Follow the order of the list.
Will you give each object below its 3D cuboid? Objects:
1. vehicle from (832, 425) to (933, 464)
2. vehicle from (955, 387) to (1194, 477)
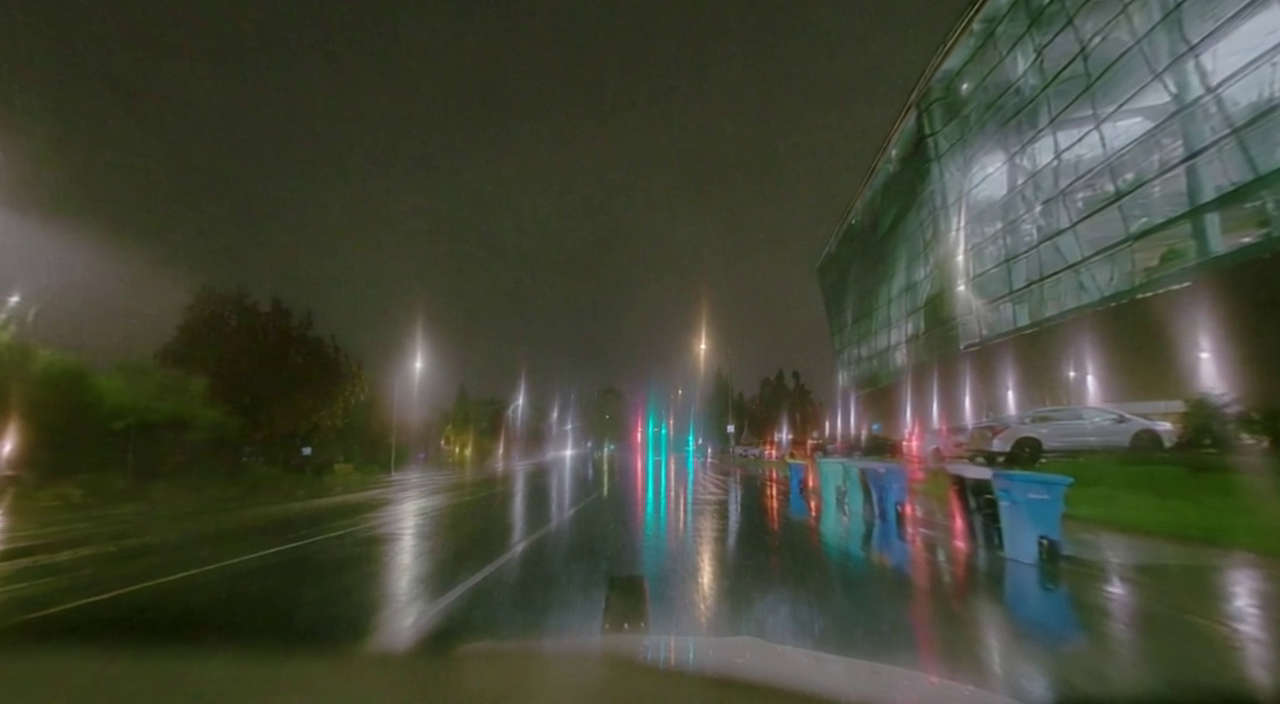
[{"bbox_3d":[12.845,4.947,33.594,4.478,1.578,1.944,-6,-9,2],"label":"vehicle"},{"bbox_3d":[12.473,2.368,18.449,5.136,1.945,2.153,-6,-9,3],"label":"vehicle"}]
